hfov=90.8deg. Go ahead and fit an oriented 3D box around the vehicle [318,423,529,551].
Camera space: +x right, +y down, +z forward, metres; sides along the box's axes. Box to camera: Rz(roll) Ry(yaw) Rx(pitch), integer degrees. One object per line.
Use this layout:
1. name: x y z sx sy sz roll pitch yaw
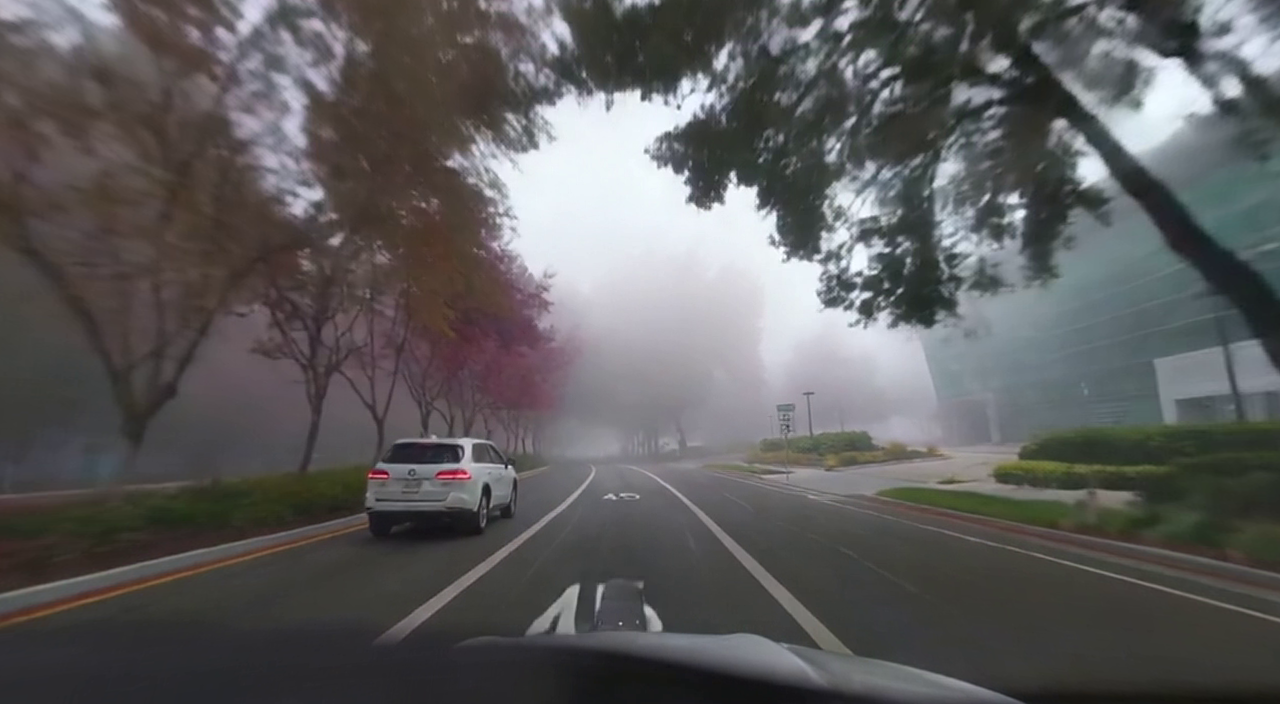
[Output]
1. vehicle: -3.322 2.168 10.864 2.067 1.700 4.561 0 -8 -1
